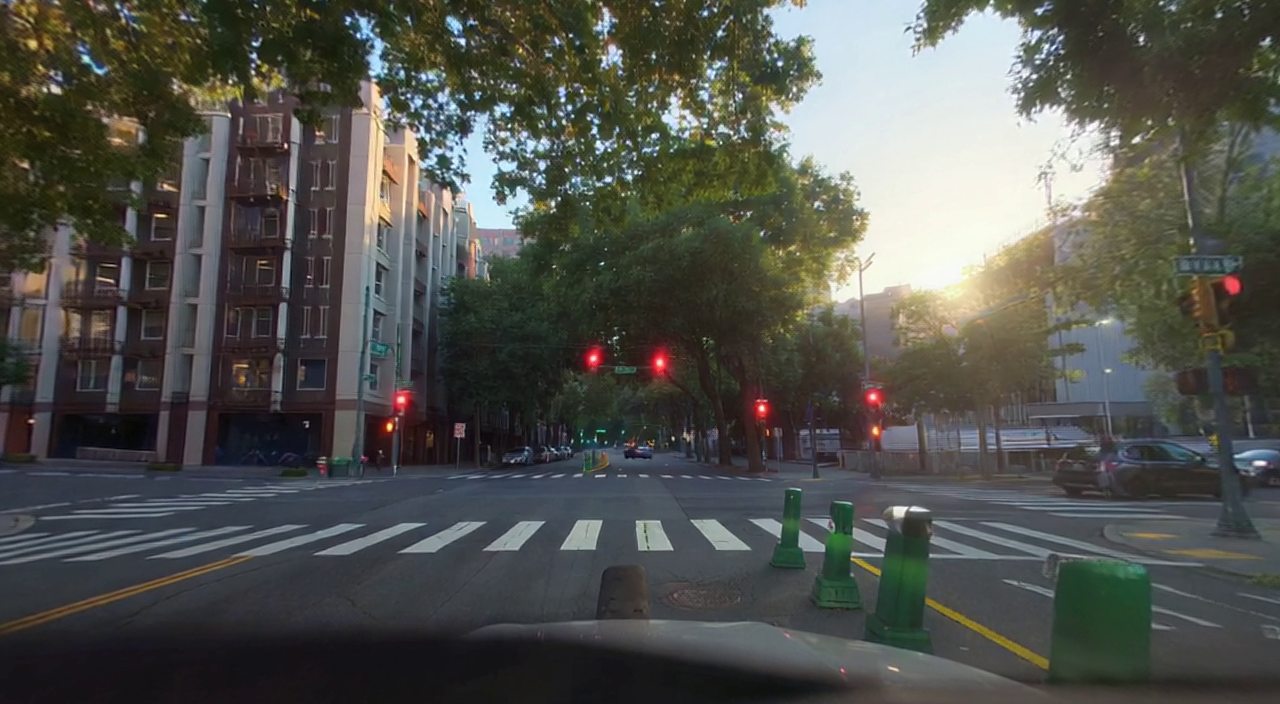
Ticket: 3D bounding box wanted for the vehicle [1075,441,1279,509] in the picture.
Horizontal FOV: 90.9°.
[{"bbox_3d":[12.992,2.798,14.566,4.424,1.436,1.804,-1,-8,5],"label":"vehicle"}]
